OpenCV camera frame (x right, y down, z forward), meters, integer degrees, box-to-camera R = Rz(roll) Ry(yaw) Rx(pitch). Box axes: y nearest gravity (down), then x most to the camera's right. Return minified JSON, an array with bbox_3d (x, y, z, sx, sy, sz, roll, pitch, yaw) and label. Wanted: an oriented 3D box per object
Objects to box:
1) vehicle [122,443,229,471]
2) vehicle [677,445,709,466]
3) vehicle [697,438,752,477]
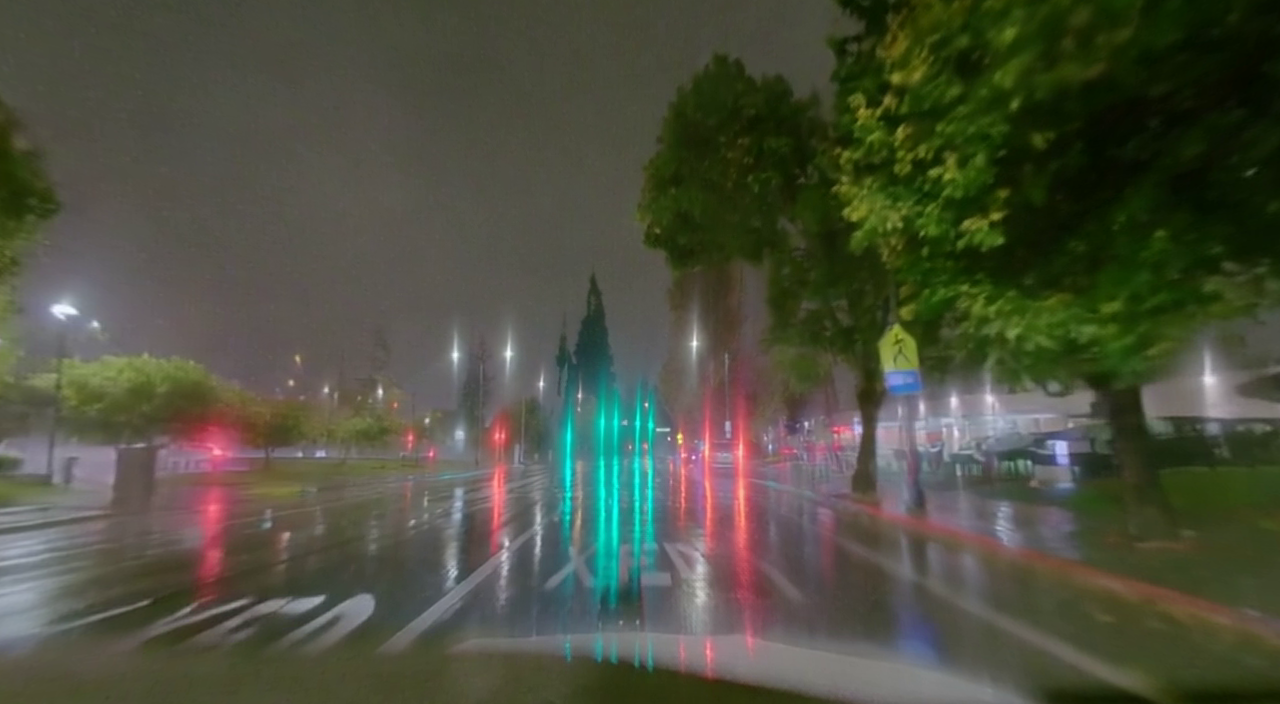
[{"bbox_3d":[-26.081,5.914,35.663,4.402,1.449,1.880,3,-7,-18],"label":"vehicle"},{"bbox_3d":[4.025,7.862,48.265,1.856,1.462,4.501,1,-8,-3],"label":"vehicle"},{"bbox_3d":[4.004,5.091,30.701,1.957,1.753,4.413,0,-8,-2],"label":"vehicle"}]
